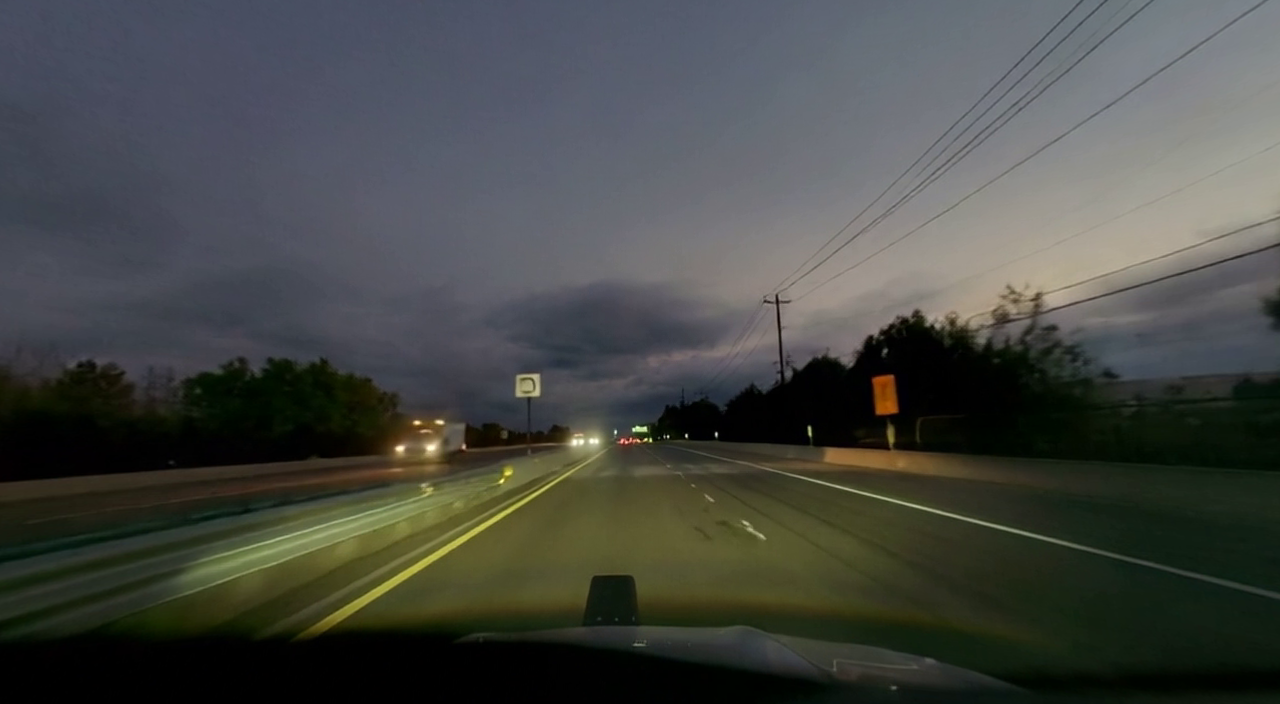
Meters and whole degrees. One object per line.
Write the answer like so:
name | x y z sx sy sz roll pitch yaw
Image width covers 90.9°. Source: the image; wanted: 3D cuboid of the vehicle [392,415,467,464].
vehicle | -13.509 5.702 41.057 2.579 2.887 6.759 0 -8 0
